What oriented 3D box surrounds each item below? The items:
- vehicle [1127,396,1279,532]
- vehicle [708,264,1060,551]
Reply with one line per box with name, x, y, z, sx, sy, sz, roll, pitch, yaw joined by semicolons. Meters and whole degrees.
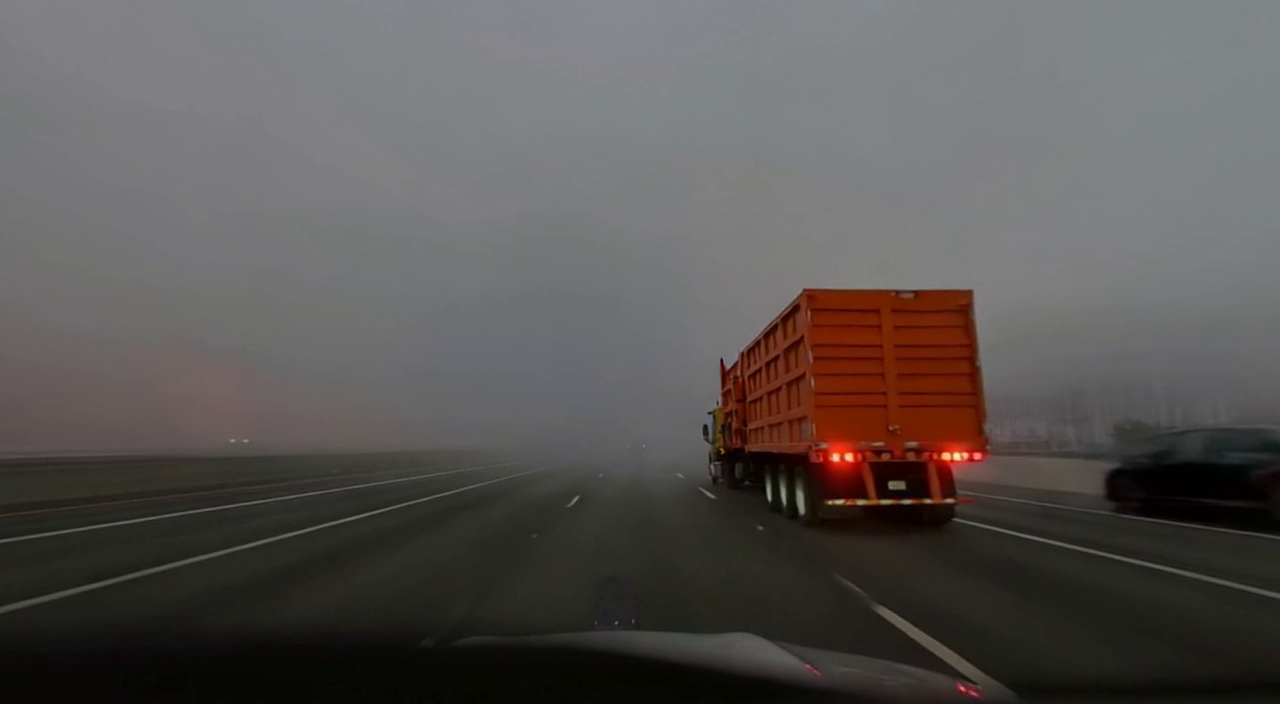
vehicle;10.894;1.715;9.681;2.286;2.044;5.722;0;-9;0
vehicle;3.557;1.425;13.162;2.966;3.586;10.563;0;-9;-1
